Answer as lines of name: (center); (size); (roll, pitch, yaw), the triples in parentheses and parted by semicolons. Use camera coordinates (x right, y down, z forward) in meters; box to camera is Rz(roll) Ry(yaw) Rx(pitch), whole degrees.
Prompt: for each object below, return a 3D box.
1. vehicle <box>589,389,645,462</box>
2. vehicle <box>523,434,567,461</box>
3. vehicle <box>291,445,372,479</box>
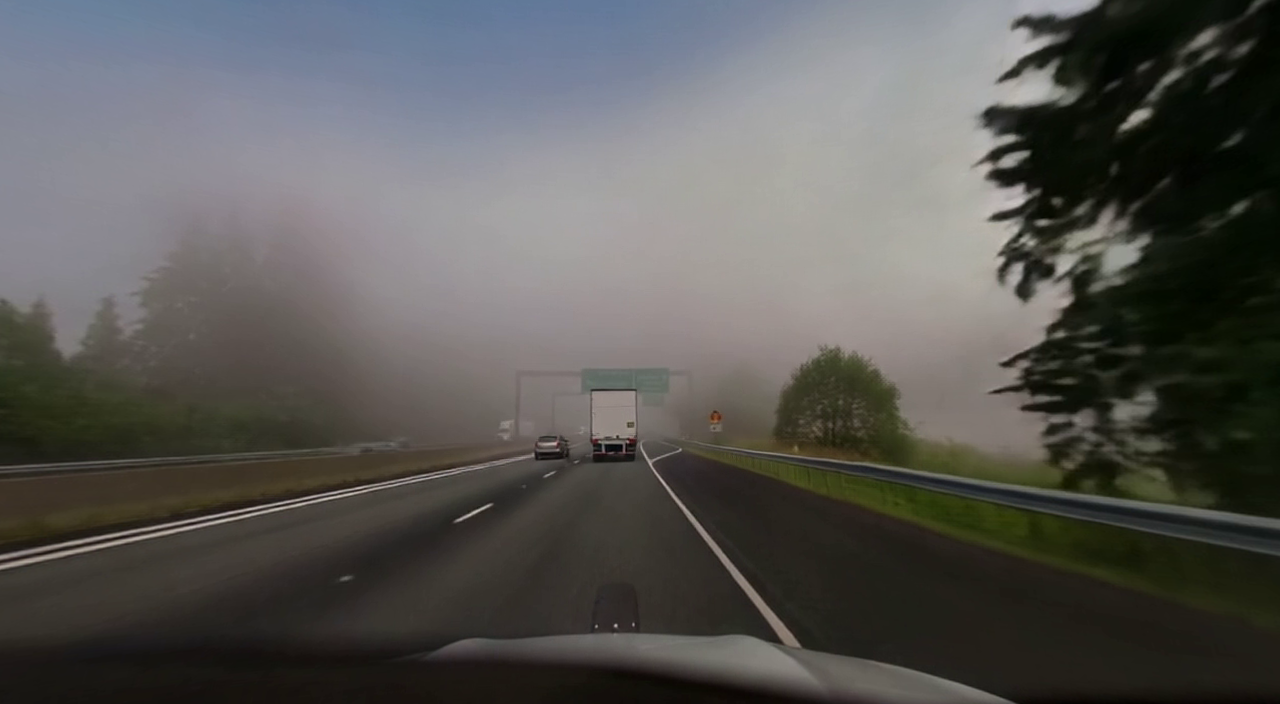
vehicle: (-1.306, 4.334, 36.668); (2.855, 3.741, 8.587); (0, -8, -2)
vehicle: (-5.415, 5.495, 36.421); (1.931, 1.479, 4.083); (0, -8, -1)
vehicle: (-14.478, 5.149, 29.860); (1.827, 1.433, 4.096); (0, -8, -1)
